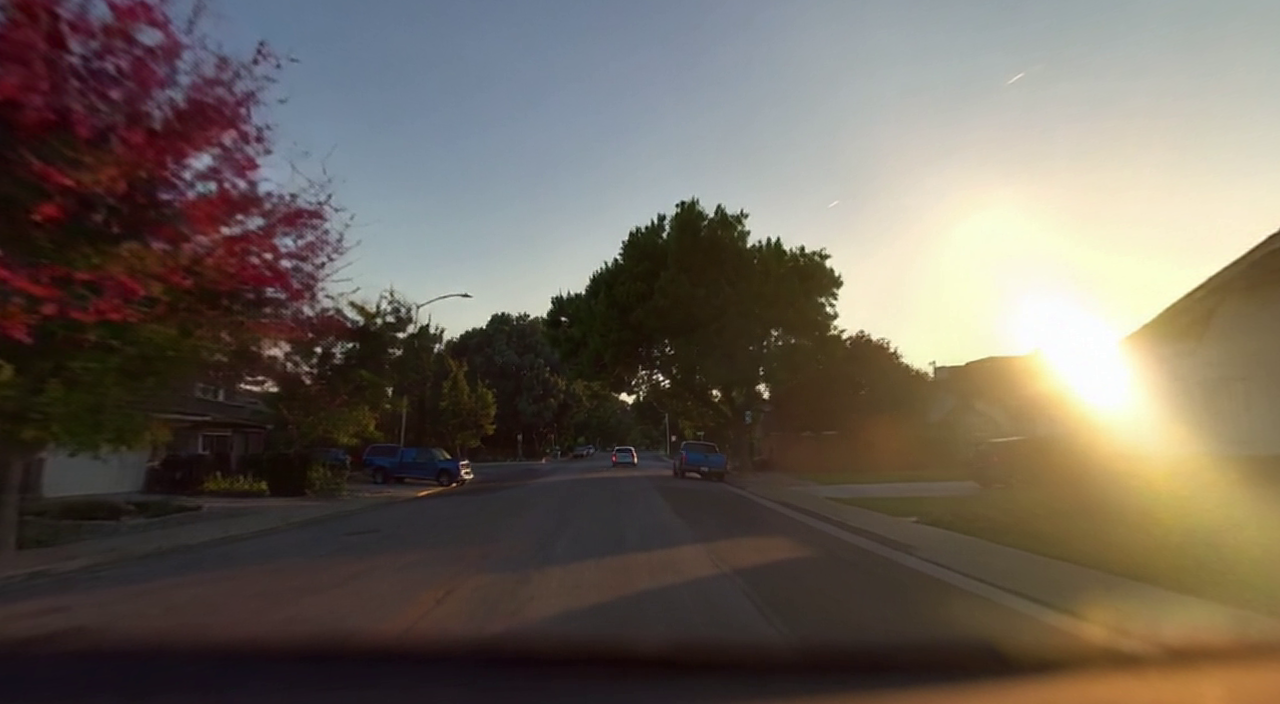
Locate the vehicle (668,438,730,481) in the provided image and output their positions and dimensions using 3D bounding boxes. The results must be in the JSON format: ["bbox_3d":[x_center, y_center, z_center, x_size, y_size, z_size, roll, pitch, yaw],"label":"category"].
[{"bbox_3d":[2.767,5.254,31.163,2.394,1.901,5.759,0,-9,-1],"label":"vehicle"}]

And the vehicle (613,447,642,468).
[{"bbox_3d":[-0.936,7.956,47.737,2.064,1.477,3.968,0,-9,0],"label":"vehicle"}]

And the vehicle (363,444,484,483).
[{"bbox_3d":[-10.223,5.308,30.113,4.947,1.769,2.023,0,-9,1],"label":"vehicle"}]
